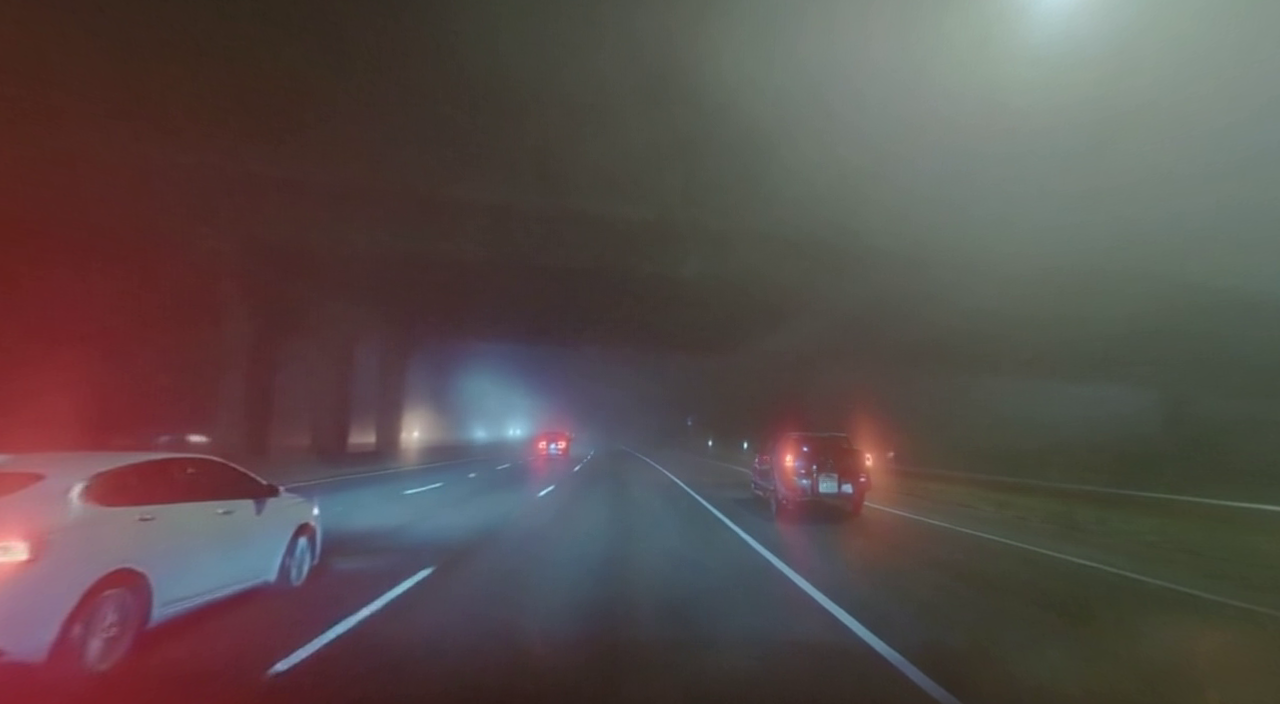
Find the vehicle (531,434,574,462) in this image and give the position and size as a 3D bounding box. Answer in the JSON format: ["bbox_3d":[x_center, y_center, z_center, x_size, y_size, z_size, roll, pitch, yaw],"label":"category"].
[{"bbox_3d":[-5.419,6.000,39.558,2.123,1.601,4.887,0,-8,-1],"label":"vehicle"}]
